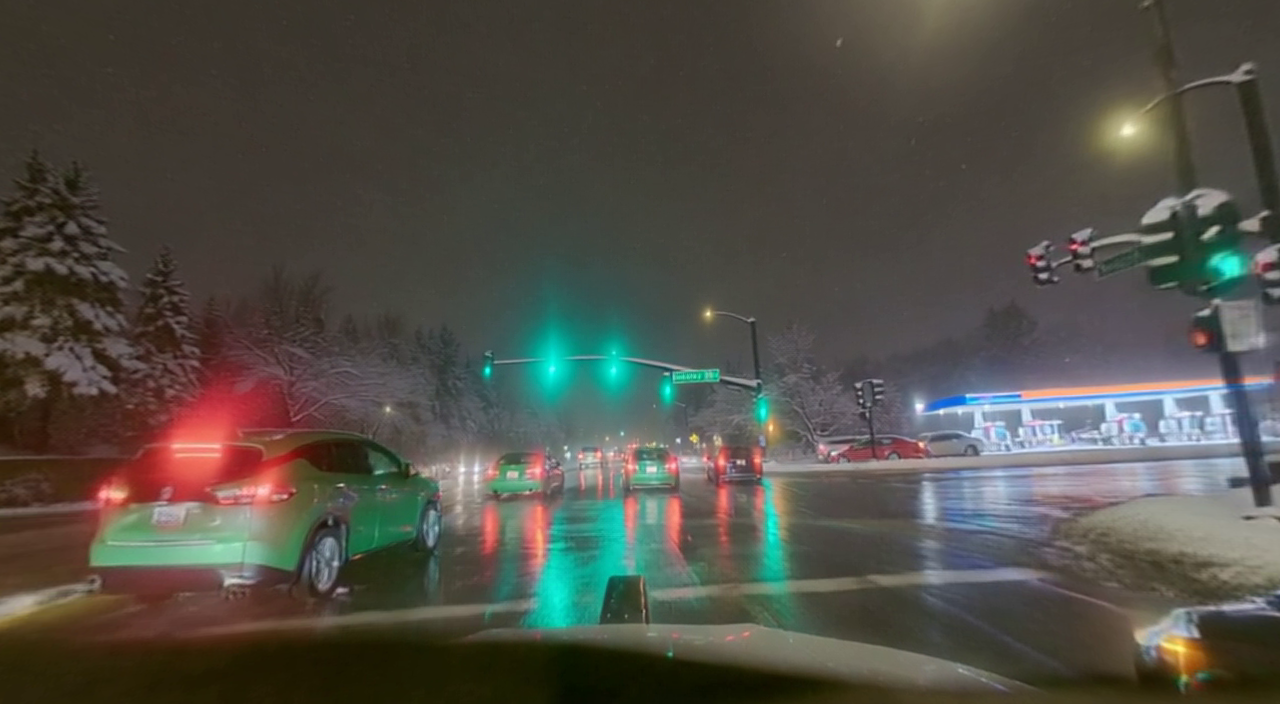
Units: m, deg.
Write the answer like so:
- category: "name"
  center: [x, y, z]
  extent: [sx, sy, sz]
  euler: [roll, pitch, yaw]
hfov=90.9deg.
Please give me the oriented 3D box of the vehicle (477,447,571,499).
- category: "vehicle"
  center: [-3.505, 3.749, 19.973]
  extent: [1.995, 1.436, 4.500]
  euler: [0, -9, 2]

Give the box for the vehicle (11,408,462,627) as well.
- category: "vehicle"
  center: [-3.837, 1.660, 7.401]
  extent: [2.023, 1.687, 4.874]
  euler: [0, -9, 0]

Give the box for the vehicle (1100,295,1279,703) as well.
- category: "vehicle"
  center: [3.263, 0.478, 0.732]
  extent: [1.992, 1.805, 4.549]
  euler: [0, -9, 0]

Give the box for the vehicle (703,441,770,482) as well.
- category: "vehicle"
  center: [3.772, 4.344, 25.351]
  extent: [1.920, 1.479, 4.548]
  euler: [0, -9, -1]

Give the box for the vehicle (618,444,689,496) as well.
- category: "vehicle"
  center: [0.442, 3.630, 19.750]
  extent: [1.994, 1.433, 3.894]
  euler: [0, -9, 2]

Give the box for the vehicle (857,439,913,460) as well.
- category: "vehicle"
  center: [18.183, 7.248, 47.001]
  extent: [2.081, 1.482, 4.860]
  euler: [0, -9, -2]
